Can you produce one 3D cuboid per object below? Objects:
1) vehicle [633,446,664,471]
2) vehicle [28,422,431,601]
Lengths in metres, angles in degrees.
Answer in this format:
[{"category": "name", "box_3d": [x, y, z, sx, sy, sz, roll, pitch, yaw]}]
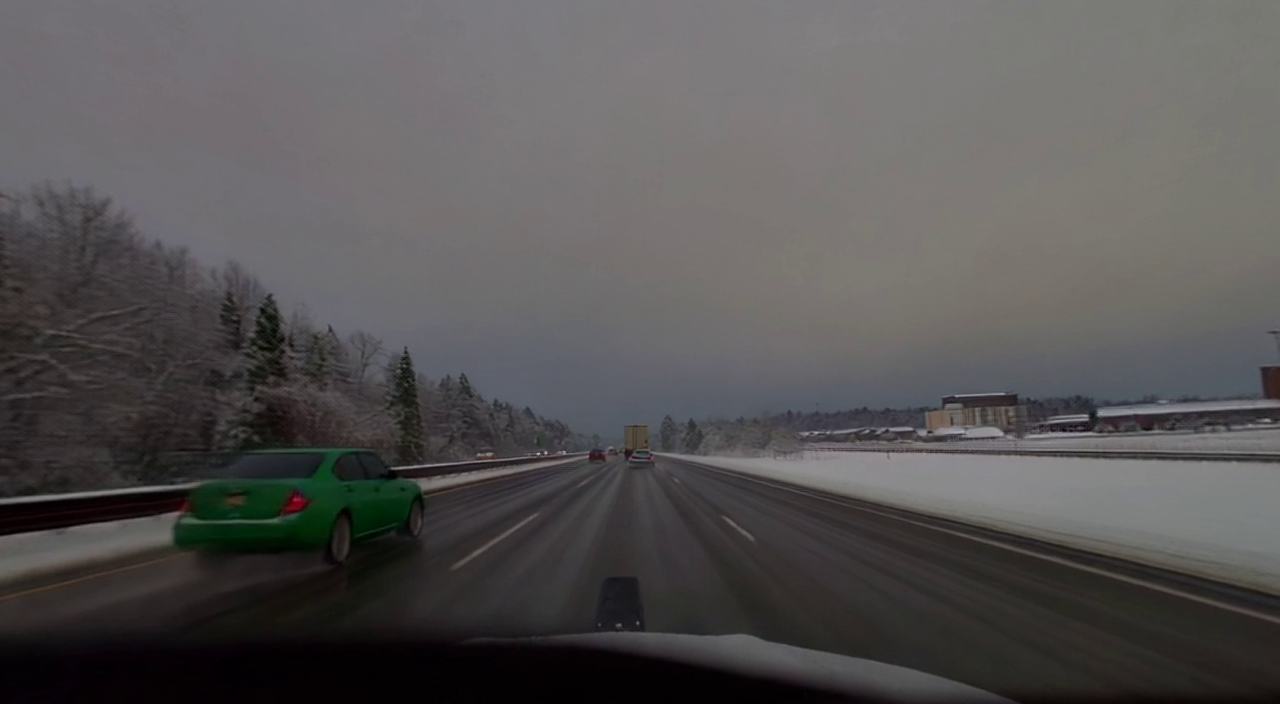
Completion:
[{"category": "vehicle", "box_3d": [0.517, 7.179, 42.641, 1.992, 1.593, 3.937, 0, -9, -1]}, {"category": "vehicle", "box_3d": [-4.271, 1.716, 7.587, 2.172, 1.548, 3.953, 0, -9, 0]}]
